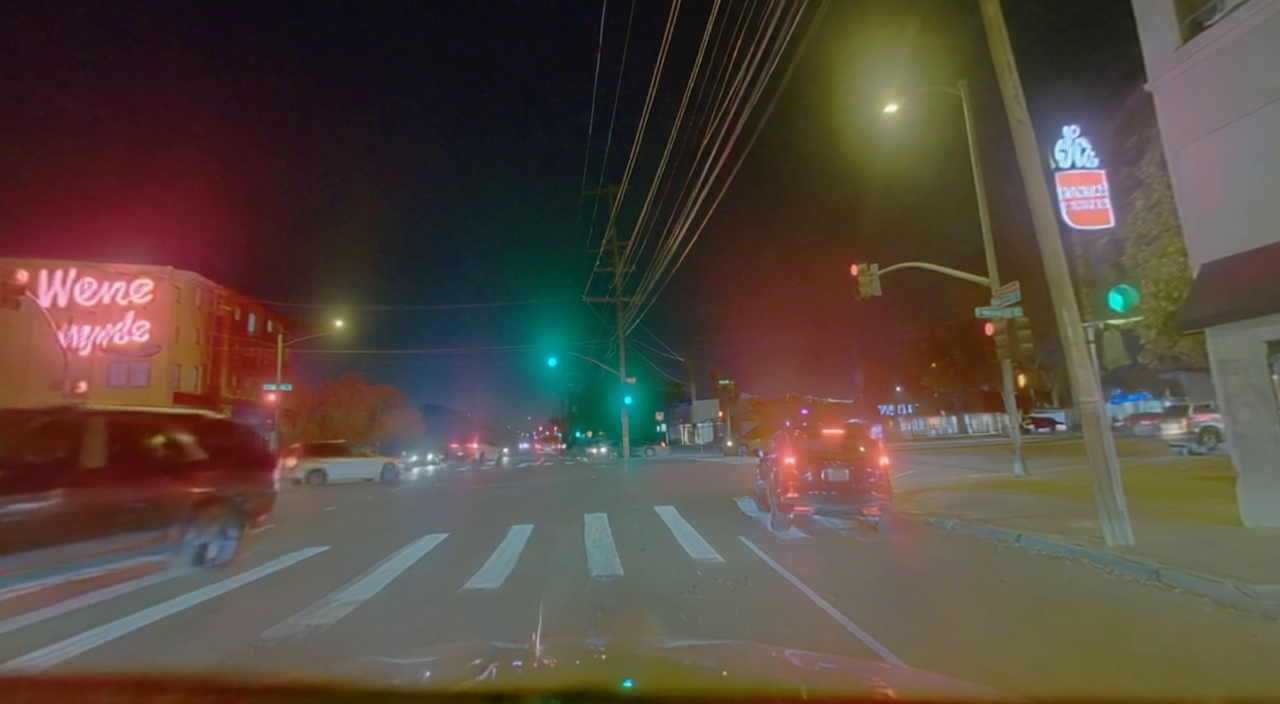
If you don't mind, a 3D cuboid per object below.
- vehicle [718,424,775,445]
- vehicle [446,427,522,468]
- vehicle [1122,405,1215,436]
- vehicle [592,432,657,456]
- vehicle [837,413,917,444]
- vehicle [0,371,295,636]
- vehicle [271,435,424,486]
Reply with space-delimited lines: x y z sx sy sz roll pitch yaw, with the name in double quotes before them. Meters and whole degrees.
"vehicle" 7.569 5.943 45.141 1.866 1.430 3.901 5 -10 -31
"vehicle" -7.078 4.400 29.218 2.105 1.761 4.292 -1 -8 5
"vehicle" 27.457 3.610 32.802 4.707 1.487 1.907 4 -9 -27
"vehicle" -1.173 6.751 46.521 4.506 1.733 1.857 2 -8 -13
"vehicle" 14.408 4.696 38.312 4.474 1.788 2.039 4 -9 -29
"vehicle" -5.972 1.247 5.462 2.374 1.985 5.588 -1 -8 6
"vehicle" -9.978 3.701 21.922 2.166 1.579 4.300 -5 -9 27
